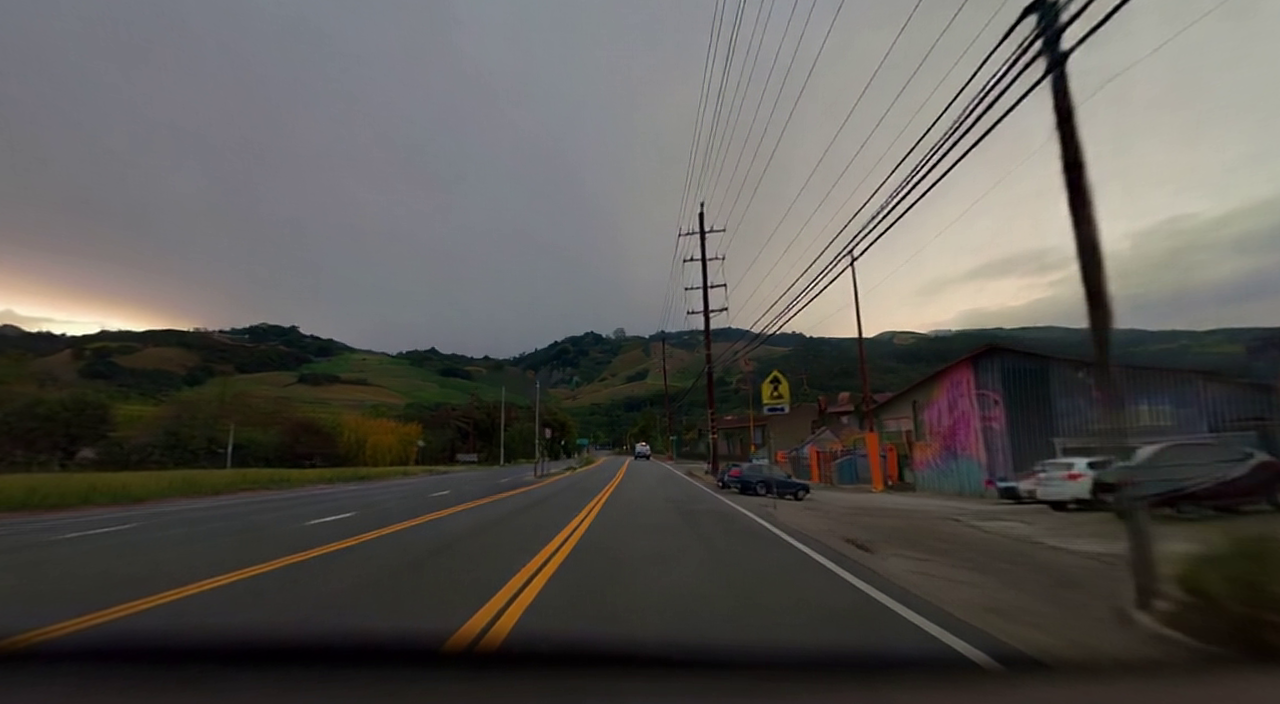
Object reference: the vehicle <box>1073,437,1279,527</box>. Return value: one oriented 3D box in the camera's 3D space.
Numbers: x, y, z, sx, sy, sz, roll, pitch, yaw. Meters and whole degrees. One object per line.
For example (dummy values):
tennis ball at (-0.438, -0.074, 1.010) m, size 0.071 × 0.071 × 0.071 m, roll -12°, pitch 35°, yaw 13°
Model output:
vehicle at (14.914, 3.393, 16.772) m, size 4.982 × 1.869 × 2.265 m, roll -4°, pitch -11°, yaw 0°

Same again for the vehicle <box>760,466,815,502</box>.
vehicle at (6.874, 6.197, 29.855) m, size 1.781 × 1.432 × 4.169 m, roll -1°, pitch -9°, yaw 2°

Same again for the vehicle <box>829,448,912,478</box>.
vehicle at (15.500, 7.465, 42.694) m, size 4.798 × 1.934 × 1.908 m, roll 0°, pitch -9°, yaw 1°

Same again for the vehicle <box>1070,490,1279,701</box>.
vehicle at (6.060, 2.083, 5.444) m, size 1.926 × 1.497 × 3.988 m, roll 0°, pitch -9°, yaw 1°
